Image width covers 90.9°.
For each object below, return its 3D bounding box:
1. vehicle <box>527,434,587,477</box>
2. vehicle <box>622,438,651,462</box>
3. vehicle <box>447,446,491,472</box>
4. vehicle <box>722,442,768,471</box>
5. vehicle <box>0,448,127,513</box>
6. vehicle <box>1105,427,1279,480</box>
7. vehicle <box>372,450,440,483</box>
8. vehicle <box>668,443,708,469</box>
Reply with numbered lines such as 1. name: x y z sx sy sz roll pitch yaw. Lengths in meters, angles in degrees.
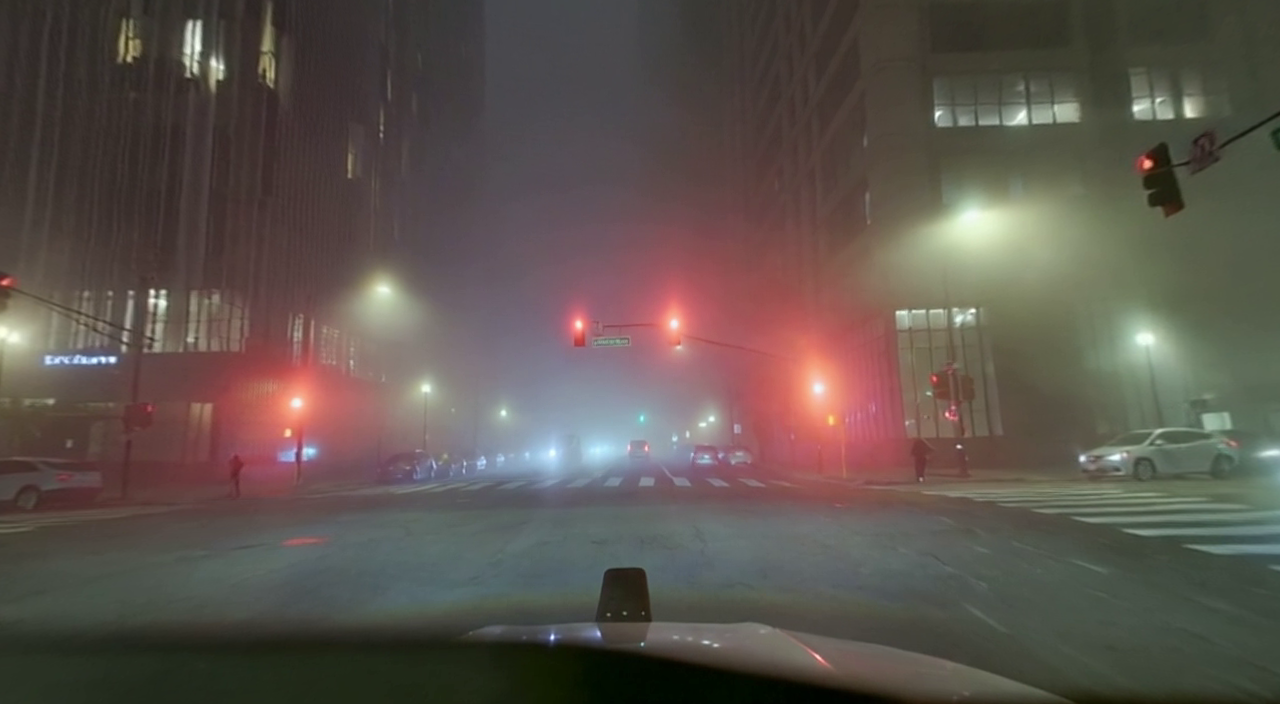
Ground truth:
1. vehicle: -3.876 4.961 30.332 2.176 1.804 4.740 -2 -9 0
2. vehicle: -0.259 7.678 49.394 2.165 1.749 4.078 0 -8 0
3. vehicle: -12.306 7.718 45.686 1.854 1.727 4.426 0 -8 1
4. vehicle: 6.027 6.019 36.620 1.882 1.479 4.652 3 -8 0
5. vehicle: -21.599 4.508 21.989 5.283 1.959 2.453 -3 -8 0
6. vehicle: 17.102 3.074 19.189 4.293 1.495 1.935 0 -9 0
7. vehicle: -12.721 6.201 34.543 2.118 1.644 4.188 0 -8 -1
8. vehicle: 2.713 6.007 36.589 1.919 1.371 3.583 0 -8 -2
